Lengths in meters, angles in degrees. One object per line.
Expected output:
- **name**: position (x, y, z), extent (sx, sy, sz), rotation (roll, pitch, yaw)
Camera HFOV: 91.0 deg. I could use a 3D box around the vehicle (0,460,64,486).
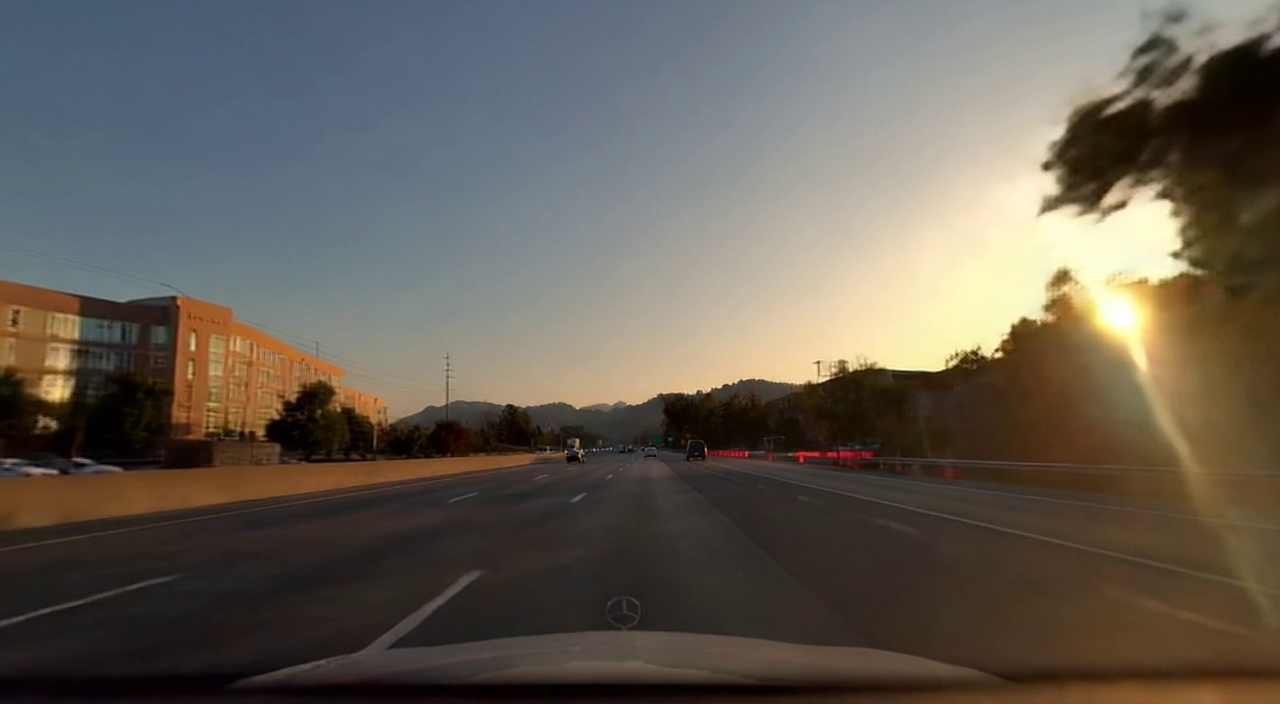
- **vehicle**: position (-37.246, 7.233, 37.755), extent (3.852, 1.492, 1.615), rotation (-1, -9, 5)
